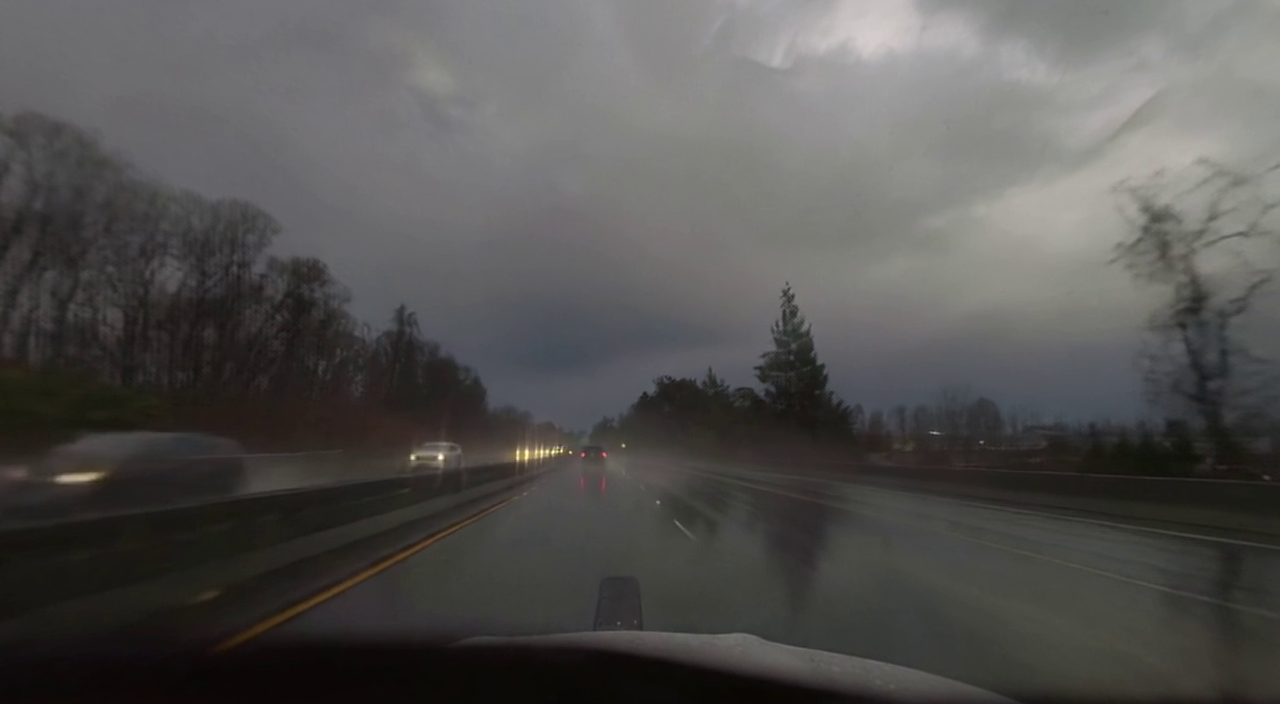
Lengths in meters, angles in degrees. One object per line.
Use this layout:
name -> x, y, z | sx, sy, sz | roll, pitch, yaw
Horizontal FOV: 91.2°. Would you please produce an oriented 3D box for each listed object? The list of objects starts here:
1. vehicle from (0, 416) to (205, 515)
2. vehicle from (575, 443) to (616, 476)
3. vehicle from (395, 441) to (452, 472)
vehicle -> -10.198, 2.025, 11.488 | 1.815, 1.491, 3.784 | 0, -9, -3
vehicle -> -2.465, 5.978, 34.961 | 2.151, 1.693, 4.201 | 0, -9, -3
vehicle -> -11.597, 5.610, 33.797 | 1.817, 1.501, 3.906 | 0, -9, -3
